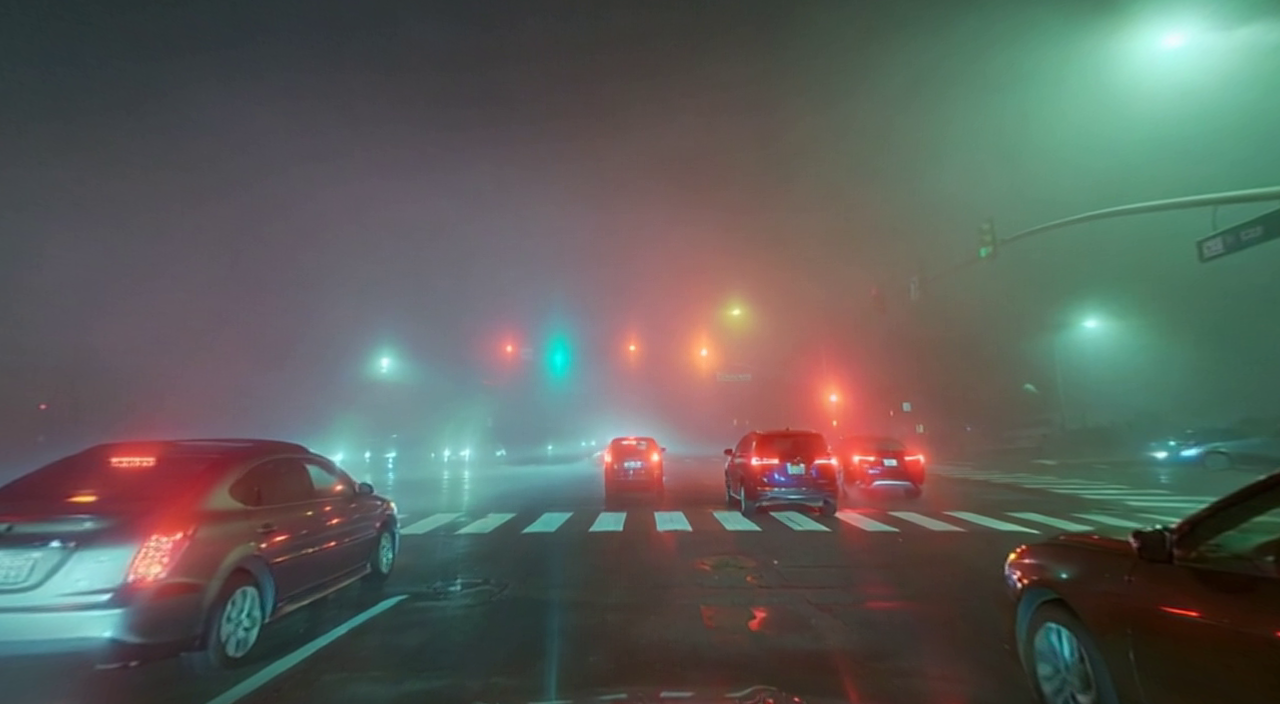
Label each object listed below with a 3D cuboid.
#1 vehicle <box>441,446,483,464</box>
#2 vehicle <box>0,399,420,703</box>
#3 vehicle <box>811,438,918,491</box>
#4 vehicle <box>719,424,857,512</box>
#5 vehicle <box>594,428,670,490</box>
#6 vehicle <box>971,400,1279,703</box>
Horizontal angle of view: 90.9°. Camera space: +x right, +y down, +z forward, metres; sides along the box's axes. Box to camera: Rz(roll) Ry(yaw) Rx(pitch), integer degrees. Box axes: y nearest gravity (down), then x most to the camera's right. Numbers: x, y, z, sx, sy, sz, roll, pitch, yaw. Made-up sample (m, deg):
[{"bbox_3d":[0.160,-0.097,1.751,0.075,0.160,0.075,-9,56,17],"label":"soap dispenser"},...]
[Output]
[{"bbox_3d":[-13.974,8.089,49.756,1.926,1.325,4.162,-1,-8,3],"label":"vehicle"},{"bbox_3d":[-3.544,1.284,5.046,1.941,1.492,4.399,0,-8,1],"label":"vehicle"},{"bbox_3d":[6.643,3.345,19.141,1.847,1.432,4.039,0,-8,2],"label":"vehicle"},{"bbox_3d":[3.202,2.611,14.705,2.097,1.707,4.461,0,-8,-1],"label":"vehicle"},{"bbox_3d":[-0.209,3.394,20.268,2.215,1.749,3.976,0,-8,1],"label":"vehicle"},{"bbox_3d":[3.113,0.856,1.832,1.960,1.460,4.233,0,-8,-1],"label":"vehicle"}]
